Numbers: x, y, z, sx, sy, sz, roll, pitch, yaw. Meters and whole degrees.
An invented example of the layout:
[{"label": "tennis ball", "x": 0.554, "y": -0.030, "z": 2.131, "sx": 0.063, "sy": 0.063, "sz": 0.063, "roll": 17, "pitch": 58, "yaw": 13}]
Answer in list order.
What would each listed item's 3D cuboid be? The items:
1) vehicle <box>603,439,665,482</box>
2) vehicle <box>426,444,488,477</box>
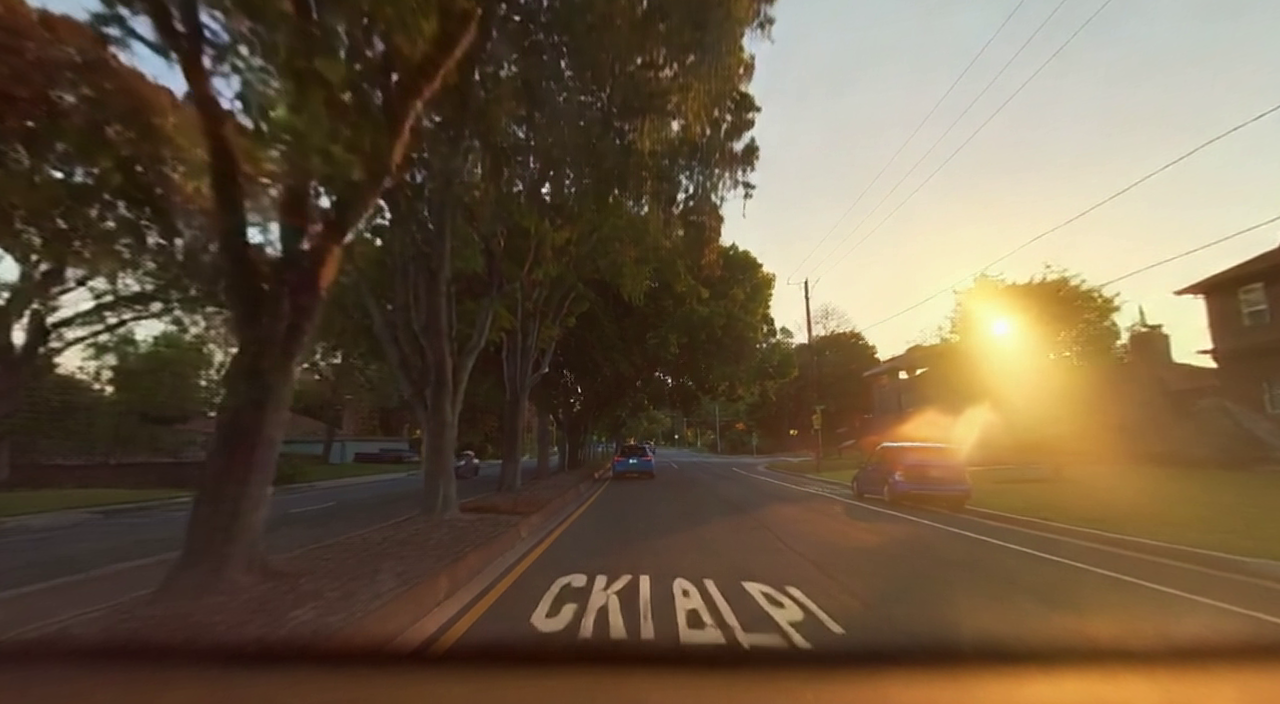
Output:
[{"label": "vehicle", "x": -0.264, "y": 4.170, "z": 24.622, "sx": 2.158, "sy": 1.469, "sz": 4.909, "roll": 0, "pitch": -8, "yaw": -1}, {"label": "vehicle", "x": -9.232, "y": 5.488, "z": 32.133, "sx": 1.945, "sy": 1.530, "sz": 3.740, "roll": -1, "pitch": -8, "yaw": 1}]
